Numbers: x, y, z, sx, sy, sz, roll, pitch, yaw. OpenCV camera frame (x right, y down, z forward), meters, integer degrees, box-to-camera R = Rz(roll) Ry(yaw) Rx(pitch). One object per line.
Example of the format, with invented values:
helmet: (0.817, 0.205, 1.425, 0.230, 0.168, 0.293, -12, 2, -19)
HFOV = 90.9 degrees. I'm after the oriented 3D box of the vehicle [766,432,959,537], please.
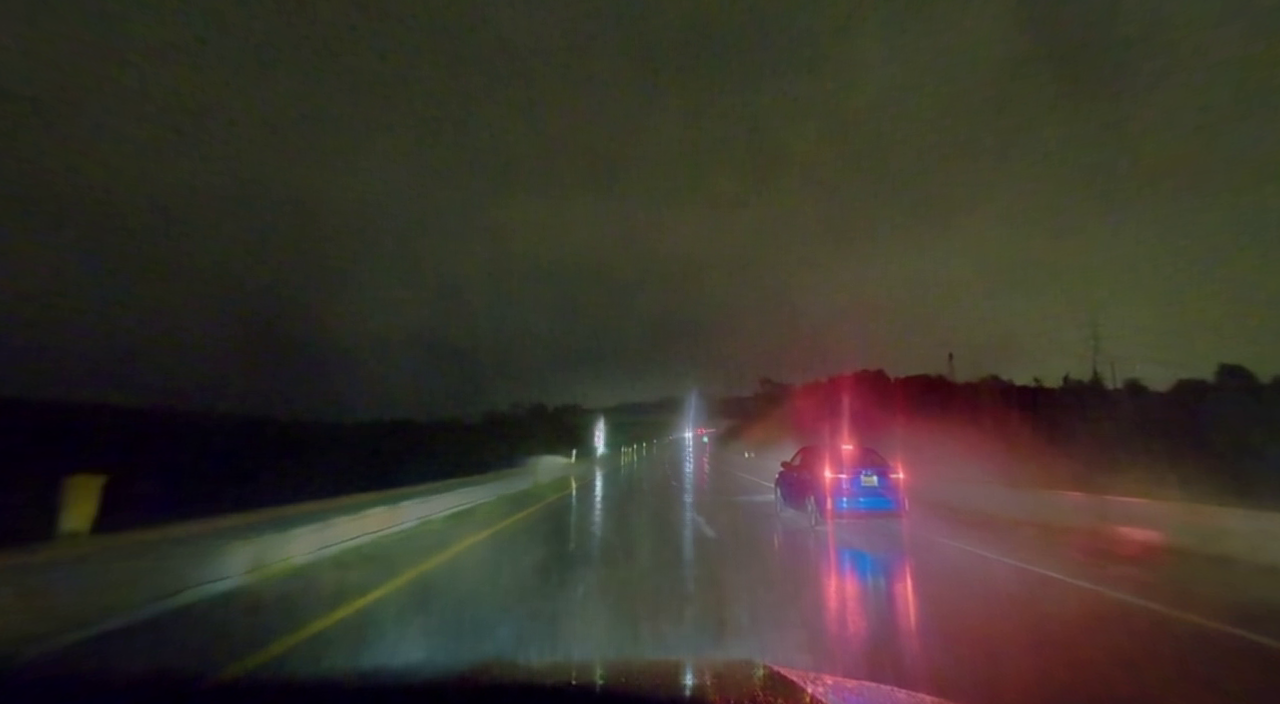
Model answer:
vehicle: (3.658, 2.238, 11.277, 1.997, 1.515, 4.025, 0, -8, 0)
